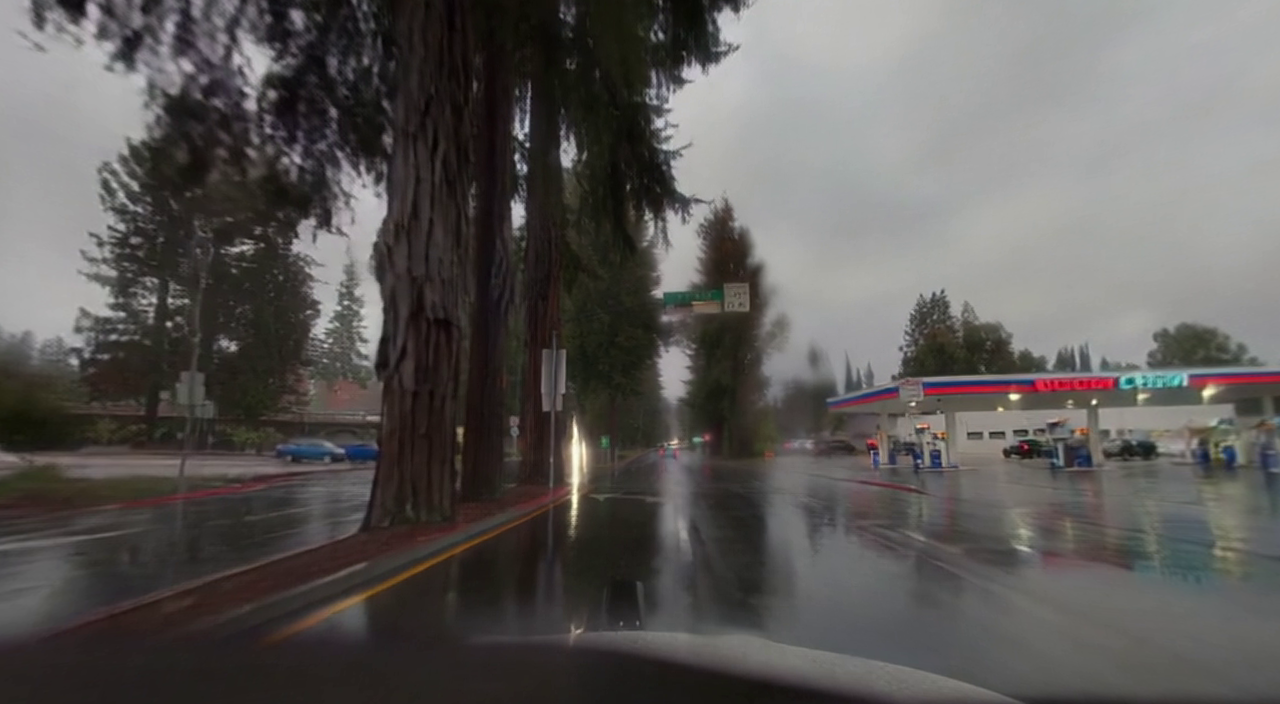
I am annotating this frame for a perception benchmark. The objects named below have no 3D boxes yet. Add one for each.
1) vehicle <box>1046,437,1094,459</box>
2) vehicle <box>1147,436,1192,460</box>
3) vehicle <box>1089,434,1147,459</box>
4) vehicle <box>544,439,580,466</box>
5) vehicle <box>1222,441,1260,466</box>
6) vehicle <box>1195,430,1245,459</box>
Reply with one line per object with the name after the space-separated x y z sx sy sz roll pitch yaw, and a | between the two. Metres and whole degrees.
30.427 6.796 44.663 4.406 1.480 1.815 8 -12 -44 | vehicle
34.050 6.172 40.572 1.771 1.422 3.931 -9 -12 44 | vehicle
32.237 6.380 42.564 4.355 1.561 2.103 7 -11 -40 | vehicle
-5.404 7.048 44.363 1.987 1.747 4.545 0 -9 0 | vehicle
45.950 7.744 48.363 1.794 1.560 4.452 -3 -6 40 | vehicle
36.161 5.787 39.346 3.928 1.684 1.912 8 -12 -44 | vehicle
